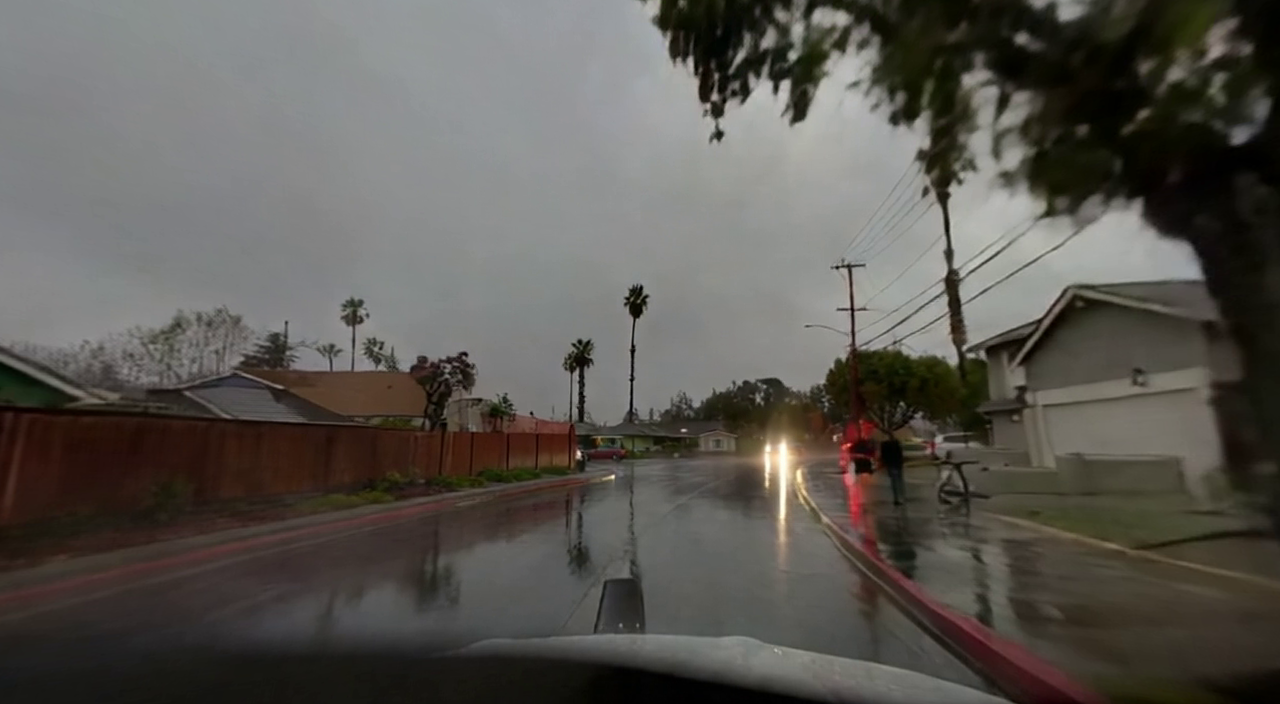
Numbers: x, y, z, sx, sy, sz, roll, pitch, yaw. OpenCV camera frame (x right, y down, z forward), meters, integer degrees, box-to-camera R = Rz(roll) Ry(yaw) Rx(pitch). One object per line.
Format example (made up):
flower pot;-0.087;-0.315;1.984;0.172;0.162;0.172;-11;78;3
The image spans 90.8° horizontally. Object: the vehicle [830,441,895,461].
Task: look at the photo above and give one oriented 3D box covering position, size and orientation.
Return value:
vehicle;17.100;7.642;48.510;4.531;1.447;1.814;-4;-11;24
